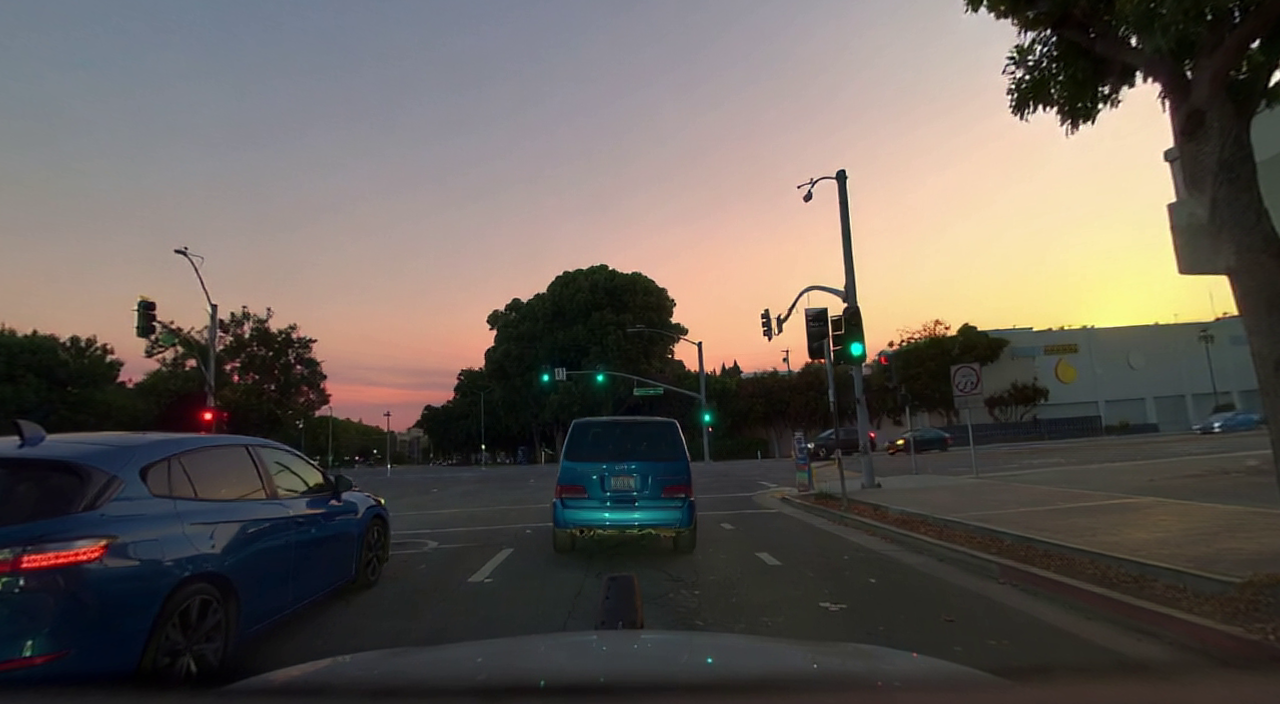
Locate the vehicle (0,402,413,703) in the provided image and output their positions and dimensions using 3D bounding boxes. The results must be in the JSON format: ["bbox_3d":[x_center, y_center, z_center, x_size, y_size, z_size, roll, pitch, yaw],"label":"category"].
[{"bbox_3d":[-3.378,1.263,4.563,2.011,1.527,4.008,0,-8,-1],"label":"vehicle"}]

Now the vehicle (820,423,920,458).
[{"bbox_3d":[12.741,4.907,35.060,4.872,1.806,2.107,3,-9,-19],"label":"vehicle"}]

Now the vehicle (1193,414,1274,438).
[{"bbox_3d":[39.182,4.889,41.703,4.509,1.487,1.915,3,-9,-19],"label":"vehicle"}]

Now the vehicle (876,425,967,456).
[{"bbox_3d":[14.487,4.565,32.556,3.830,1.545,2.006,3,-9,-19],"label":"vehicle"}]

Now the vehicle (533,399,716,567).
[{"bbox_3d":[-0.179,1.791,9.335,2.059,1.877,4.249,0,-8,0],"label":"vehicle"}]
